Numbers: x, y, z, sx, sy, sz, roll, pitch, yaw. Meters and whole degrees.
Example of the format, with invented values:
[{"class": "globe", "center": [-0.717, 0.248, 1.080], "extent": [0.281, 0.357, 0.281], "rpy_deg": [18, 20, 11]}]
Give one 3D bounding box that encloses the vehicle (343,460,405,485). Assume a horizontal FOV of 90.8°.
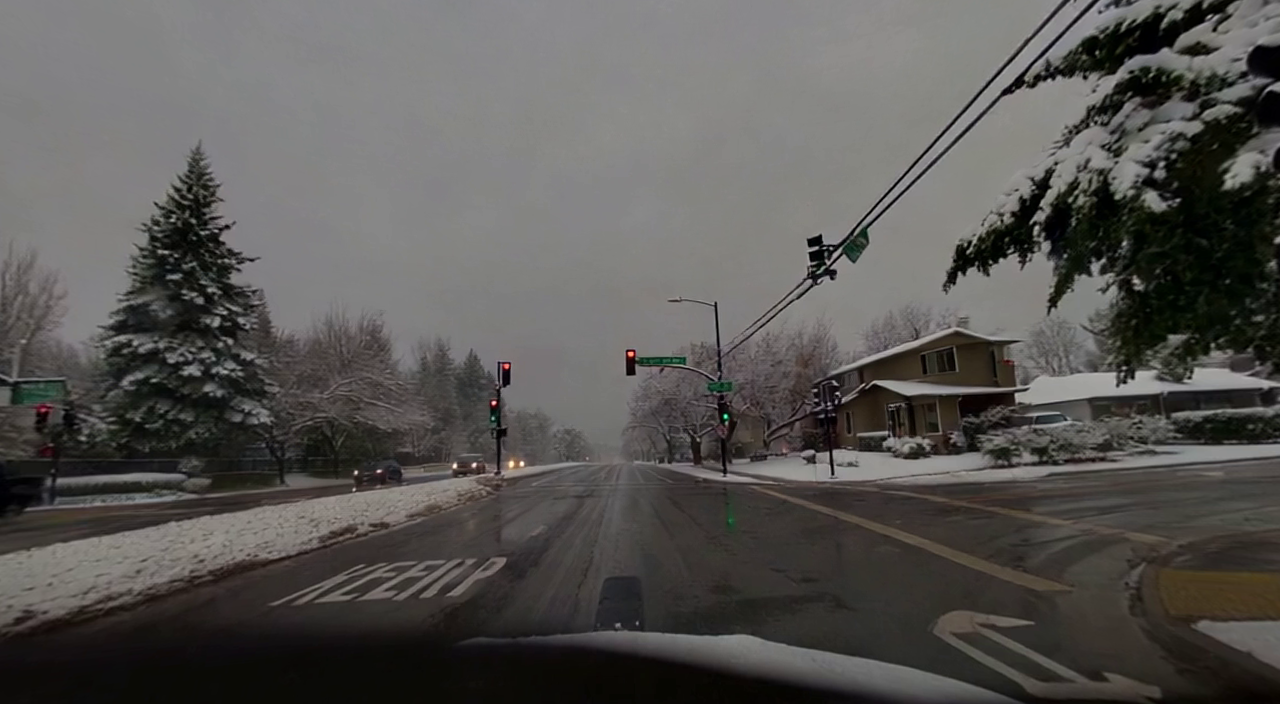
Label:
[{"class": "vehicle", "center": [-17.497, 7.933, 41.810], "extent": [2.108, 1.480, 4.707], "rpy_deg": [0, -9, -1]}]
